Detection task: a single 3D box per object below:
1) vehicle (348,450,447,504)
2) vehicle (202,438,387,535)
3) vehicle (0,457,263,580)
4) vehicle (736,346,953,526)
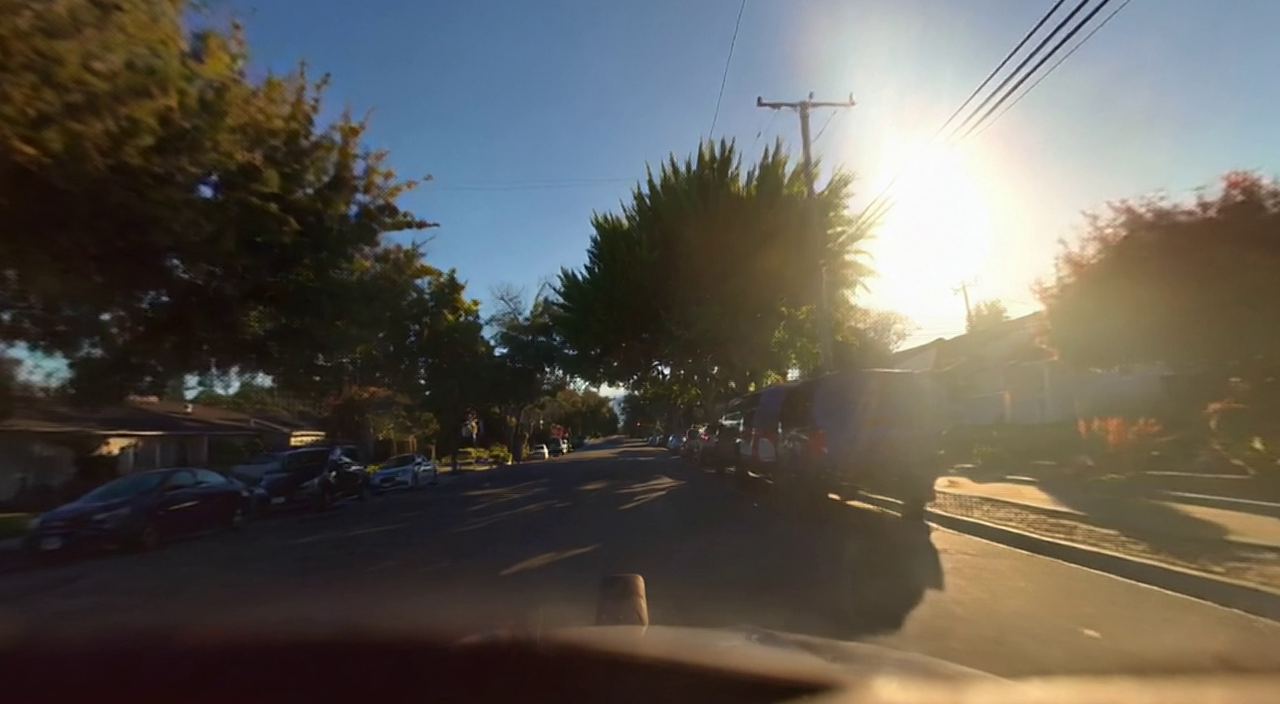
[{"bbox_3d":[-8.402,4.316,22.281,1.839,1.384,4.124,-7,-7,-2],"label":"vehicle"},{"bbox_3d":[-8.534,3.253,16.192,2.163,1.841,4.679,-6,-7,-1],"label":"vehicle"},{"bbox_3d":[-8.391,2.620,10.655,1.821,1.476,4.060,-5,-8,-4],"label":"vehicle"},{"bbox_3d":[3.072,1.413,10.584,2.233,2.453,3.787,0,-9,-1],"label":"vehicle"}]
